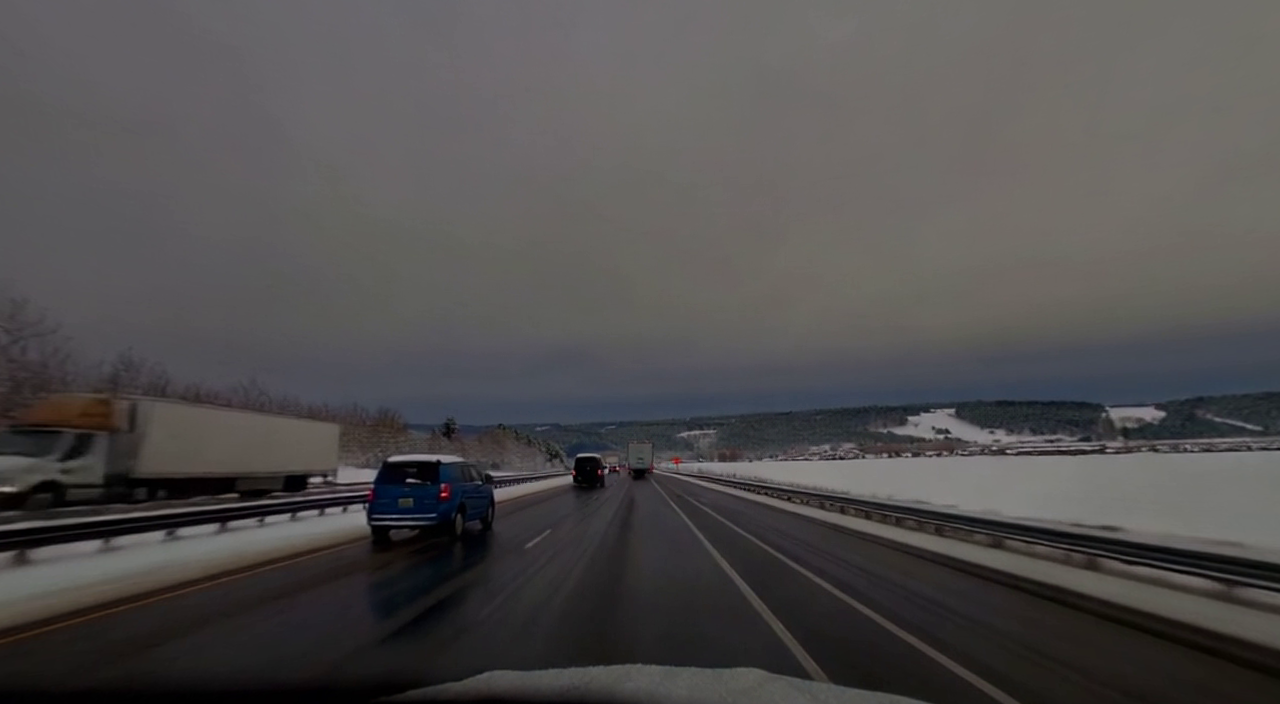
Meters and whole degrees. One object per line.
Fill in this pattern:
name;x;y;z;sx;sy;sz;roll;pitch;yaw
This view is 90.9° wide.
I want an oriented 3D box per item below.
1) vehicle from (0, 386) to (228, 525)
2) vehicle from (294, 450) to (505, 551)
vehicle;-16.948;3.374;20.355;2.950;3.771;5.944;1;-10;0
vehicle;-4.108;2.652;11.803;2.090;1.462;4.603;1;-10;0
